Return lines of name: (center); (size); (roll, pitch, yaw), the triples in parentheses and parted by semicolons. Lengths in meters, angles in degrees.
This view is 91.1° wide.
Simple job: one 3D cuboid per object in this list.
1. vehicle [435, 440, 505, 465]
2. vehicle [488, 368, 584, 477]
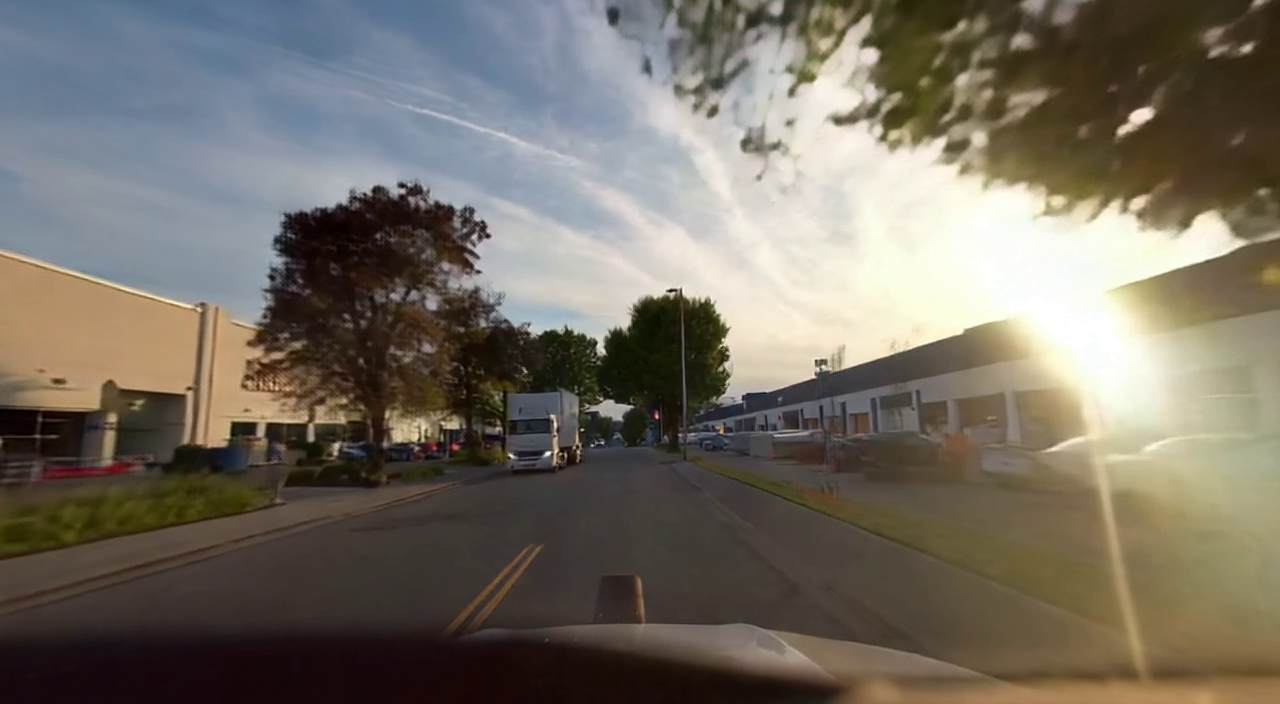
vehicle: (-10.554, 6.259, 39.116); (3.893, 1.413, 1.625); (-1, -8, -1)
vehicle: (-5.288, 4.046, 35.489); (2.976, 4.754, 15.127); (-1, -7, 0)
